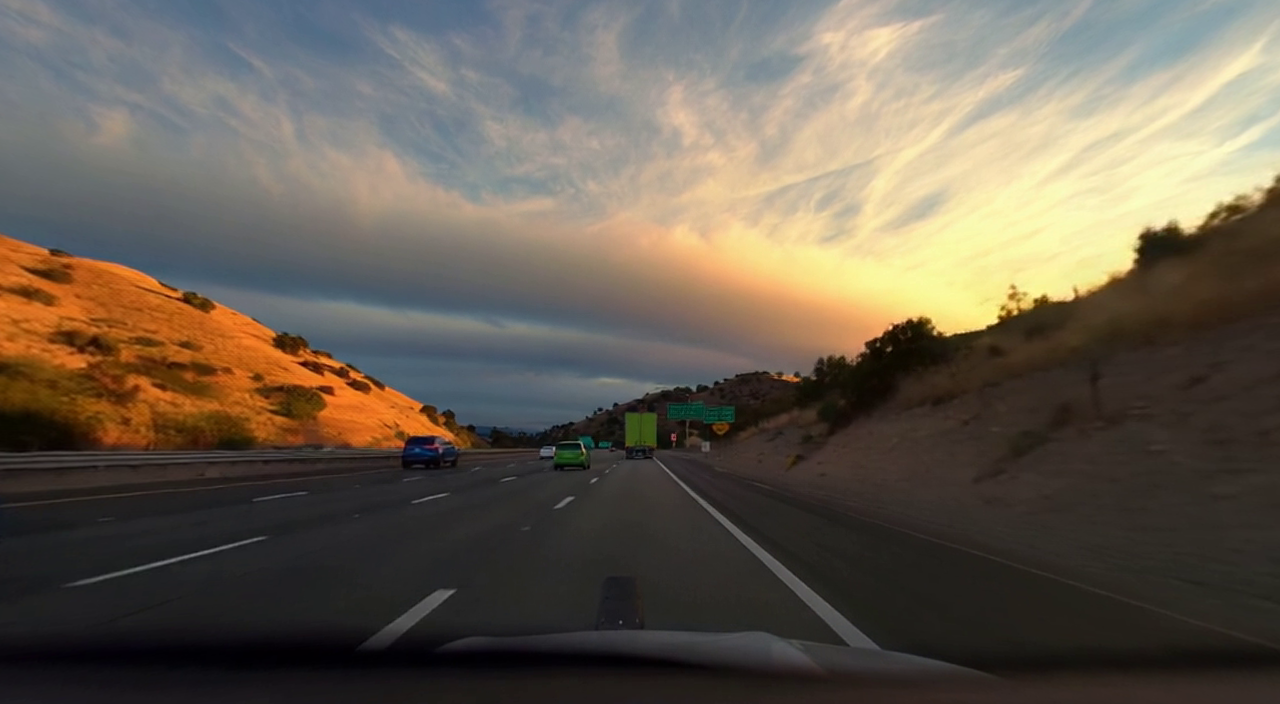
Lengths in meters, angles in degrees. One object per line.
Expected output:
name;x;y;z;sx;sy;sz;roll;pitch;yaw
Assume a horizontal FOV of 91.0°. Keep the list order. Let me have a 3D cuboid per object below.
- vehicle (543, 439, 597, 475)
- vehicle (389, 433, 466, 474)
vehicle;-3.600;5.503;33.262;2.194;1.725;4.698;0;-9;1
vehicle;-10.809;5.191;32.423;2.111;1.906;5.028;0;-9;1
